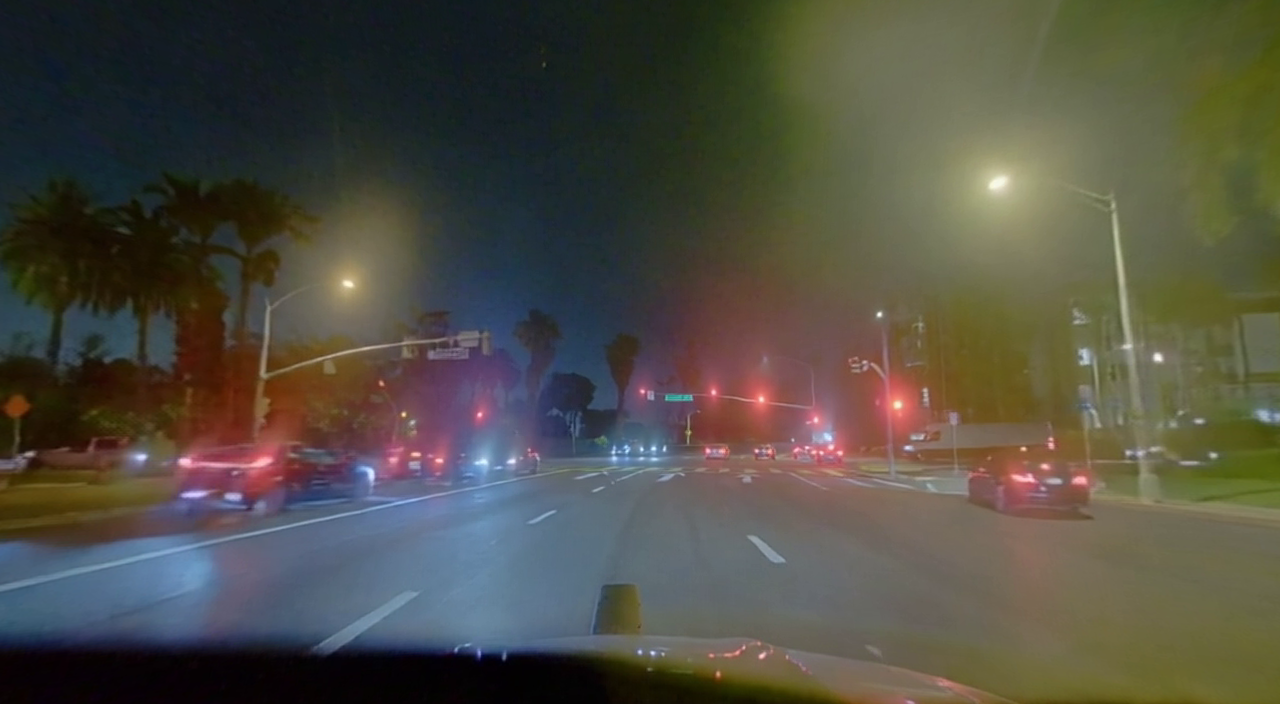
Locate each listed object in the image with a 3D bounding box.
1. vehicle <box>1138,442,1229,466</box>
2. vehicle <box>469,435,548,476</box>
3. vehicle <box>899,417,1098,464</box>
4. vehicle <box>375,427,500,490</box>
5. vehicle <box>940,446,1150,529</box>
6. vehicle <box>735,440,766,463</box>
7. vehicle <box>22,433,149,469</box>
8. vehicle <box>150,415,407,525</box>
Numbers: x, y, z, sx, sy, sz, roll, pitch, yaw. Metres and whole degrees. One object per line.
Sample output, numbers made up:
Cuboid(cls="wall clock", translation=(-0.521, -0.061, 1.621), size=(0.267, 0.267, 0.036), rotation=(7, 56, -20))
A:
Cuboid(cls="vehicle", translation=(39.460, 7.404, 45.970), size=(4.479, 1.706, 2.051), rotation=(-2, -9, 10))
Cuboid(cls="vehicle", translation=(-5.819, 4.652, 28.632), size=(2.010, 1.686, 4.653), rotation=(-1, -9, 8))
Cuboid(cls="vehicle", translation=(27.038, 6.826, 48.426), size=(12.701, 3.428, 3.061), rotation=(-2, -9, 10))
Cuboid(cls="vehicle", translation=(-6.388, 3.420, 20.659), size=(2.188, 1.789, 4.881), rotation=(-1, -8, 4))
Cuboid(cls="vehicle", translation=(8.510, 2.833, 13.927), size=(2.144, 1.473, 4.638), rotation=(-1, -9, 9))
Cuboid(cls="vehicle", translation=(8.751, 7.858, 49.861), size=(2.255, 1.708, 4.328), rotation=(-2, -9, 10))
Cuboid(cls="vehicle", translation=(-31.663, 5.644, 36.297), size=(5.112, 1.780, 1.981), rotation=(2, -8, -30))
Cuboid(cls="vehicle", translation=(-6.680, 2.244, 12.530), size=(2.072, 1.738, 4.757), rotation=(-1, -8, 3))
